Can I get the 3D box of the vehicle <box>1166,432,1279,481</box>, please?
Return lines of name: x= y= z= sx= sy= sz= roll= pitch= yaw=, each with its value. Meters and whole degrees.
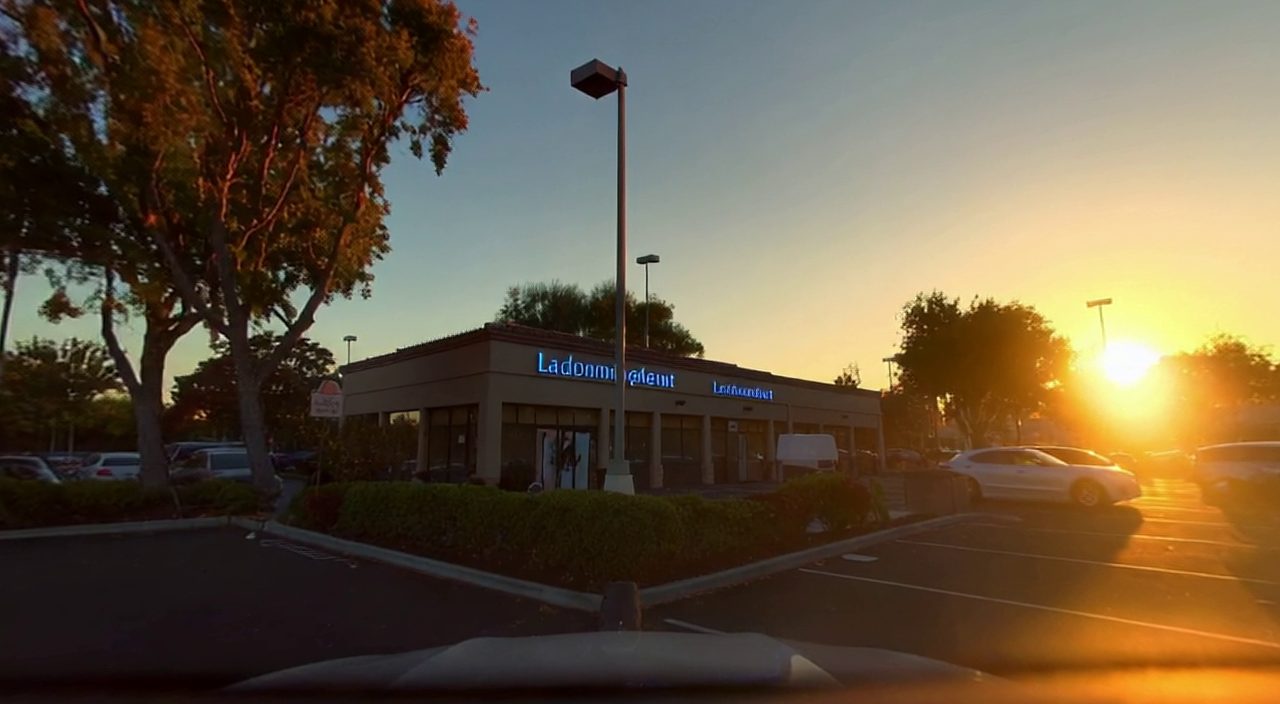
vehicle: x=23.402 y=3.964 z=24.009 sx=4.939 sy=1.664 sz=2.055 roll=-10 pitch=-11 yaw=42

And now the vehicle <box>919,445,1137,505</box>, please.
vehicle: x=10.643 y=3.340 z=17.620 sx=4.772 sy=1.441 sz=1.976 roll=-8 pitch=-12 yaw=42

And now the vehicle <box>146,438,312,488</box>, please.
vehicle: x=-15.212 y=4.091 z=23.608 sx=1.921 sy=1.632 sz=4.752 roll=-8 pitch=-12 yaw=42

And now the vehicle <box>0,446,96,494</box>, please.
vehicle: x=-19.430 y=3.600 z=19.220 sx=1.790 sy=1.396 sz=4.000 roll=-10 pitch=-13 yaw=40
